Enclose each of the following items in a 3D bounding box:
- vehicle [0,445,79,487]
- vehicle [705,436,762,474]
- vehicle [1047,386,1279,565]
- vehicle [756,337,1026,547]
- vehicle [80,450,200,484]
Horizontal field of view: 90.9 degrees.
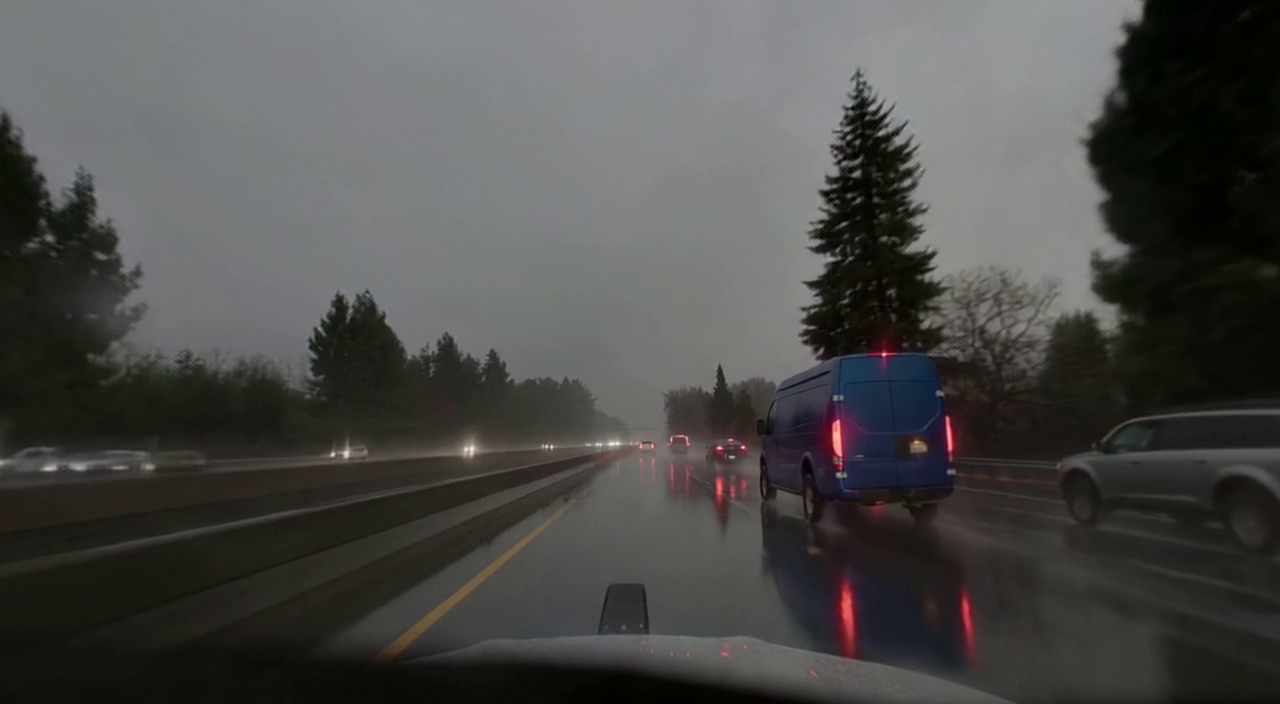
[{"bbox_3d":[-31.612,5.597,31.164,2.282,1.999,5.942,0,-8,0],"label":"vehicle"},{"bbox_3d":[4.437,4.943,30.478,2.034,1.651,4.342,0,-8,0],"label":"vehicle"},{"bbox_3d":[8.003,1.544,8.252,2.212,1.902,4.654,0,-8,0],"label":"vehicle"},{"bbox_3d":[3.725,1.558,11.045,2.302,2.670,5.912,0,-8,1],"label":"vehicle"},{"bbox_3d":[-24.469,5.618,31.140,1.914,1.494,4.844,0,-8,1],"label":"vehicle"}]
